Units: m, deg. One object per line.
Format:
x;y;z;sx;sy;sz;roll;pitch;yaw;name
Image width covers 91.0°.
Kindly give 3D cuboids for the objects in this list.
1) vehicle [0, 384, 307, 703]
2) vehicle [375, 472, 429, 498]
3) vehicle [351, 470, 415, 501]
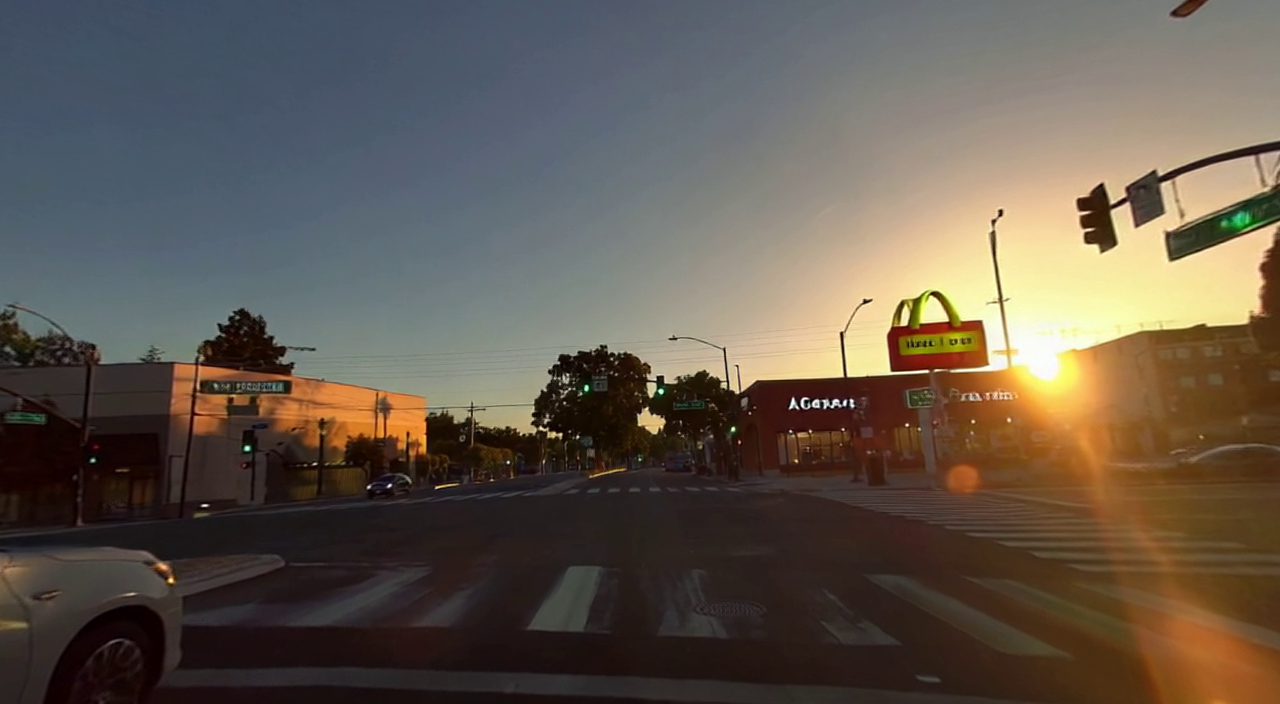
-3.394;0.895;1.952;2.081;1.644;4.523;0;-9;2;vehicle
-15.775;8.821;42.016;1.931;1.471;4.152;0;-9;1;vehicle
-19.270;10.024;47.569;2.227;2.033;5.614;0;-9;2;vehicle
